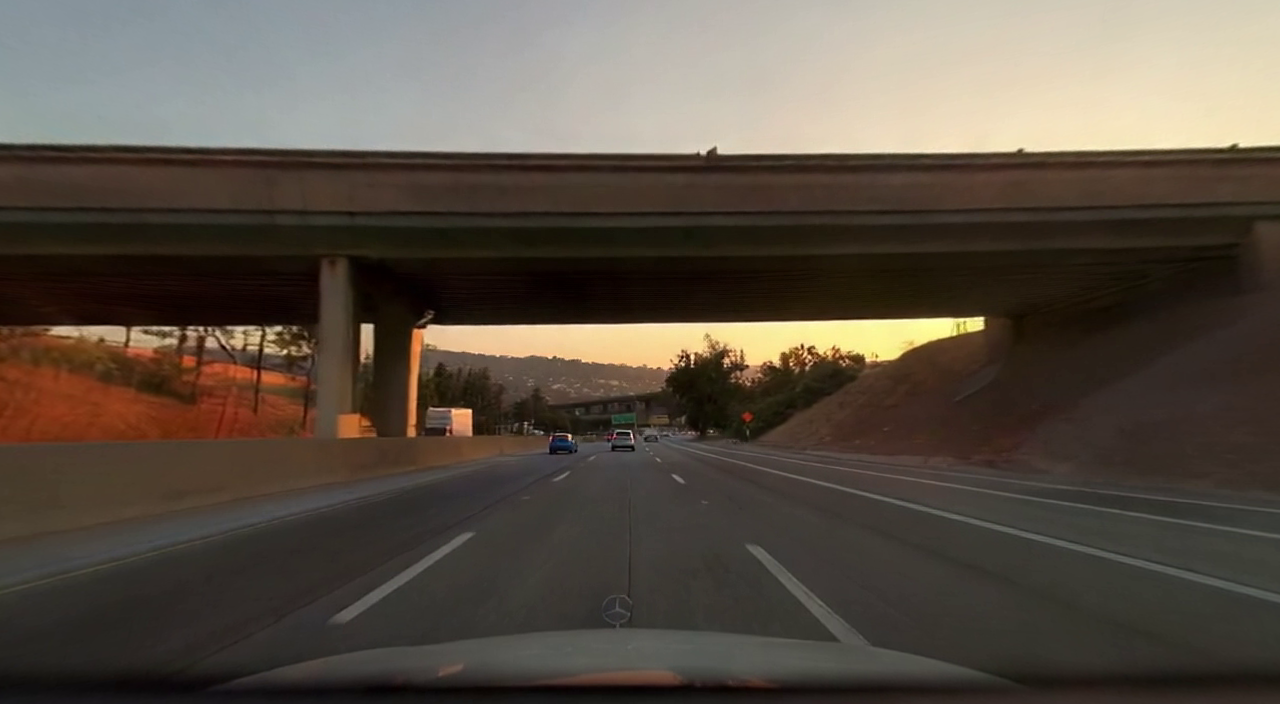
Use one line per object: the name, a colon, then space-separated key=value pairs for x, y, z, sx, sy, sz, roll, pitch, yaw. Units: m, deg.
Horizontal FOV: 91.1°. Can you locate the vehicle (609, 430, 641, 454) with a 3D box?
vehicle: x=-1.035 y=6.382 z=44.654 sx=2.116 sy=1.625 sz=4.004 roll=0 pitch=-8 yaw=0

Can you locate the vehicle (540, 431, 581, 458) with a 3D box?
vehicle: x=-4.840 y=5.699 z=38.837 sx=2.017 sy=1.537 sz=4.496 roll=0 pitch=-8 yaw=0
